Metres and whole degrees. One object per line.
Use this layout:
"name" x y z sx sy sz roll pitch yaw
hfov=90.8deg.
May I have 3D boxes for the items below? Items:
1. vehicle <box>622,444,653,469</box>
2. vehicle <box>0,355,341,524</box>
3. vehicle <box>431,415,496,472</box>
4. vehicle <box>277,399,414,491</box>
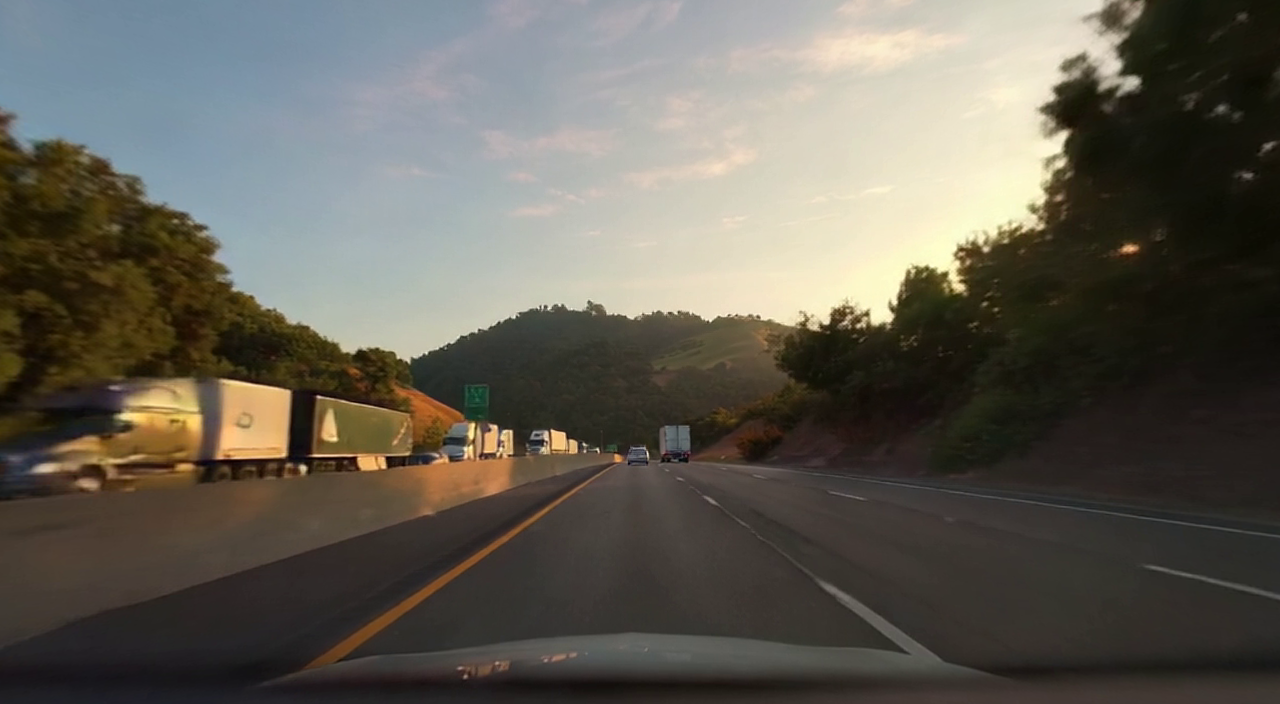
"vehicle" -0.176 7.629 46.128 2.137 1.689 4.051 0 -9 0
"vehicle" -13.206 2.710 19.329 2.919 3.755 10.586 0 -9 0
"vehicle" -12.730 6.694 46.073 2.948 3.877 6.066 0 -9 -1
"vehicle" -13.088 4.270 28.962 2.668 3.649 7.436 0 -9 0
